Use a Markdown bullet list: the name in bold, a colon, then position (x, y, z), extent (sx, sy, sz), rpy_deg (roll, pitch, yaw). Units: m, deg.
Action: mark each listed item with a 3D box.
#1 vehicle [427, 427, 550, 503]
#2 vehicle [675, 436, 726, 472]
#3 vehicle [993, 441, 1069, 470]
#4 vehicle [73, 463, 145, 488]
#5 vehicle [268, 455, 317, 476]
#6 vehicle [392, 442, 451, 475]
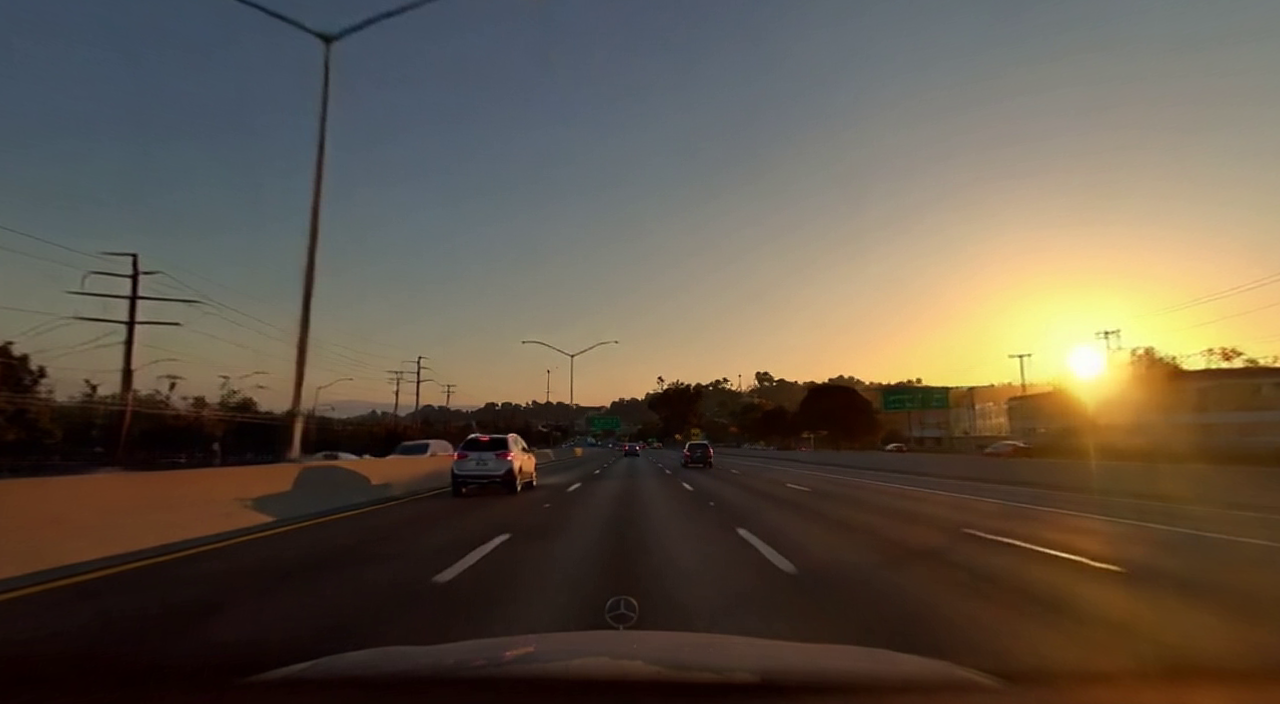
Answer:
- **vehicle**: position (-3.736, 2.879, 16.546), extent (2.099, 1.682, 4.590), rpy_deg (0, -8, 0)
- **vehicle**: position (2.925, 5.070, 31.500), extent (1.997, 1.638, 4.281), rpy_deg (0, -8, -1)
- **vehicle**: position (25.553, 6.766, 41.565), extent (2.070, 1.782, 5.006), rpy_deg (-1, -8, 4)
- **vehicle**: position (-31.251, 7.236, 37.262), extent (1.486, 1.348, 3.311), rpy_deg (0, -9, -4)
- **vehicle**: position (-23.917, 7.803, 43.593), extent (1.505, 1.361, 3.376), rpy_deg (0, -8, -2)
- **vehicle**: position (-9.466, 4.601, 27.553), extent (1.391, 1.321, 3.191), rpy_deg (0, -8, 0)
